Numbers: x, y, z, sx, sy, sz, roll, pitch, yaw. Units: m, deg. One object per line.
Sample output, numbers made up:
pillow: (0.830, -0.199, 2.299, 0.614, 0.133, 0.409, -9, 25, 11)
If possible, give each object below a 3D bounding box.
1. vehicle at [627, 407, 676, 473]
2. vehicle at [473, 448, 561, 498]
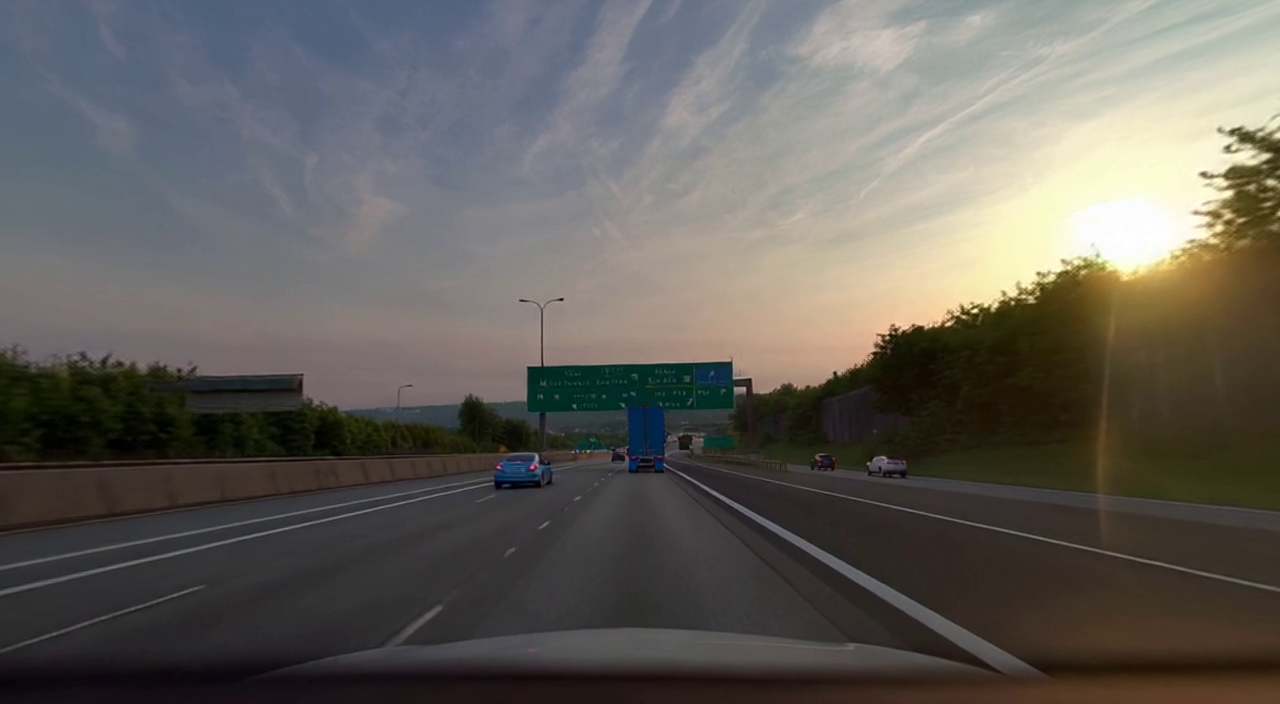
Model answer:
vehicle: (0.751, 6.265, 44.392, 3.022, 4.072, 10.318, 0, -9, 1)
vehicle: (-3.883, 3.882, 20.695, 1.931, 1.466, 4.458, 0, -9, 1)
